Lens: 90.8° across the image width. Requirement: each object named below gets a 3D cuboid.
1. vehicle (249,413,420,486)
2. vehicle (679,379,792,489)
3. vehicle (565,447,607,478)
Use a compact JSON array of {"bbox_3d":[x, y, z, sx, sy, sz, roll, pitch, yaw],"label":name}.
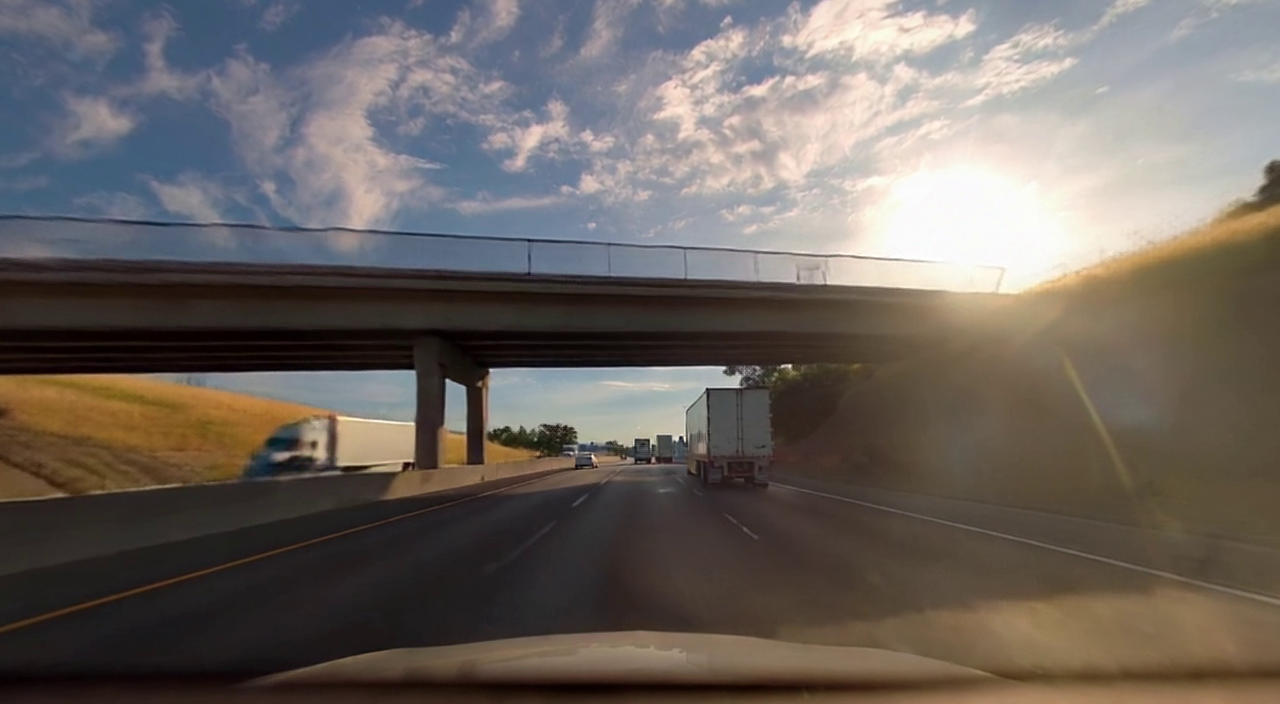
[{"bbox_3d":[-18.996,6.433,41.643,2.894,3.819,16.777,0,-9,0],"label":"vehicle"},{"bbox_3d":[4.016,4.292,31.607,3.131,4.037,16.729,0,-9,0],"label":"vehicle"},{"bbox_3d":[-2.998,6.229,35.893,2.007,1.647,3.854,0,-9,1],"label":"vehicle"}]
